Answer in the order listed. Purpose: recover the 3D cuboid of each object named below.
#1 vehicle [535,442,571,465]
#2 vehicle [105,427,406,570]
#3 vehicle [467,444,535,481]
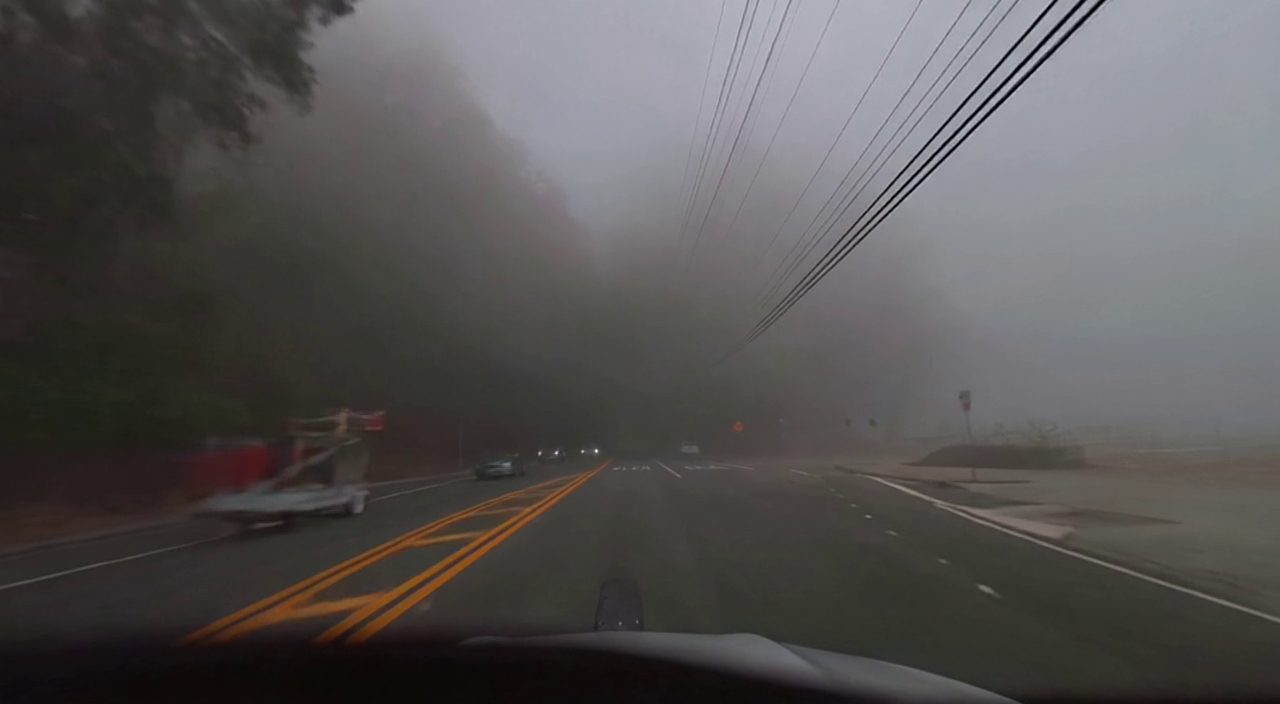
[{"bbox_3d":[-6.657,7.804,48.730,2.157,1.711,4.460,0,-9,0],"label":"vehicle"},{"bbox_3d":[-5.193,1.993,9.372,2.001,1.616,4.064,0,-9,-2],"label":"vehicle"},{"bbox_3d":[-6.124,4.921,28.403,2.043,1.484,4.532,0,-9,0],"label":"vehicle"}]
